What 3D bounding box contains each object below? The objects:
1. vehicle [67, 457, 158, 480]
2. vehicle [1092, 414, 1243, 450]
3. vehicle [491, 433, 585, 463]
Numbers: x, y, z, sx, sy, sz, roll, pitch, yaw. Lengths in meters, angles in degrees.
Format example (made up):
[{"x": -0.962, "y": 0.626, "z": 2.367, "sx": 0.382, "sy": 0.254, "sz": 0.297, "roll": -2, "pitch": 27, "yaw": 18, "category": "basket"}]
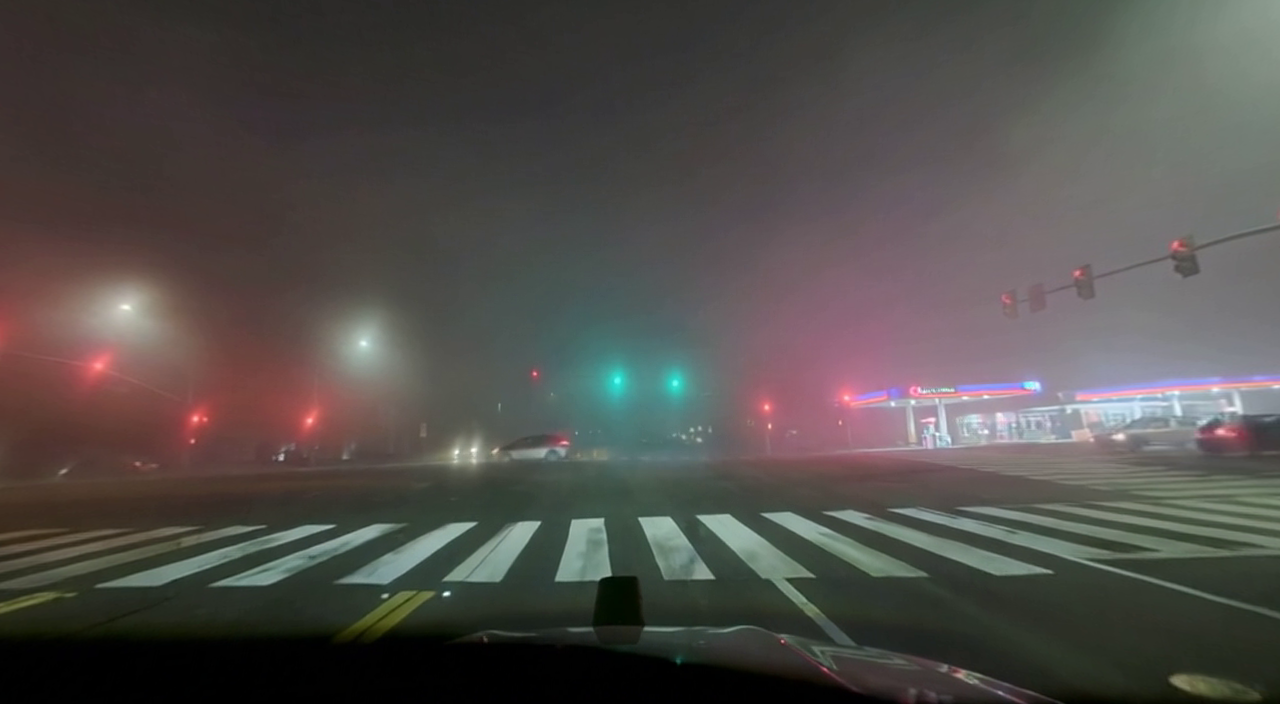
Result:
[{"x": -36.240, "y": 7.990, "z": 43.287, "sx": 4.737, "sy": 1.479, "sz": 1.831, "roll": -1, "pitch": -8, "yaw": 3, "category": "vehicle"}, {"x": 22.776, "y": 3.507, "z": 27.310, "sx": 4.696, "sy": 1.483, "sz": 1.898, "roll": -1, "pitch": -8, "yaw": 3, "category": "vehicle"}, {"x": -6.739, "y": 6.398, "z": 41.858, "sx": 5.789, "sy": 1.893, "sz": 2.169, "roll": -1, "pitch": -8, "yaw": 4, "category": "vehicle"}]
